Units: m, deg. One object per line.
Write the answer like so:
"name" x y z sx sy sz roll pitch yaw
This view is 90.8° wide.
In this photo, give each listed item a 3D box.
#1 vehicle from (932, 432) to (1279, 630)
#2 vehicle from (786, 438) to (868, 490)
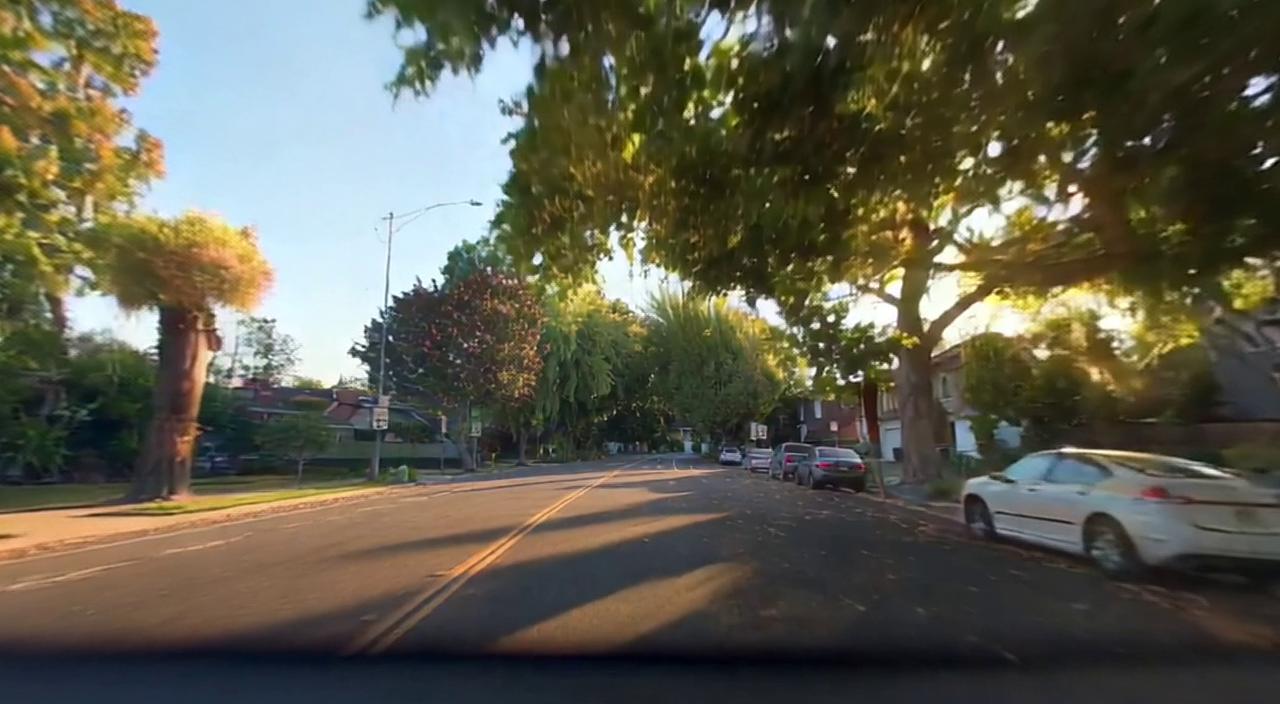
"vehicle" 5.547 1.729 7.309 2.085 1.485 4.932 0 -9 2
"vehicle" 6.495 3.915 22.404 1.798 1.669 3.626 0 -9 0
